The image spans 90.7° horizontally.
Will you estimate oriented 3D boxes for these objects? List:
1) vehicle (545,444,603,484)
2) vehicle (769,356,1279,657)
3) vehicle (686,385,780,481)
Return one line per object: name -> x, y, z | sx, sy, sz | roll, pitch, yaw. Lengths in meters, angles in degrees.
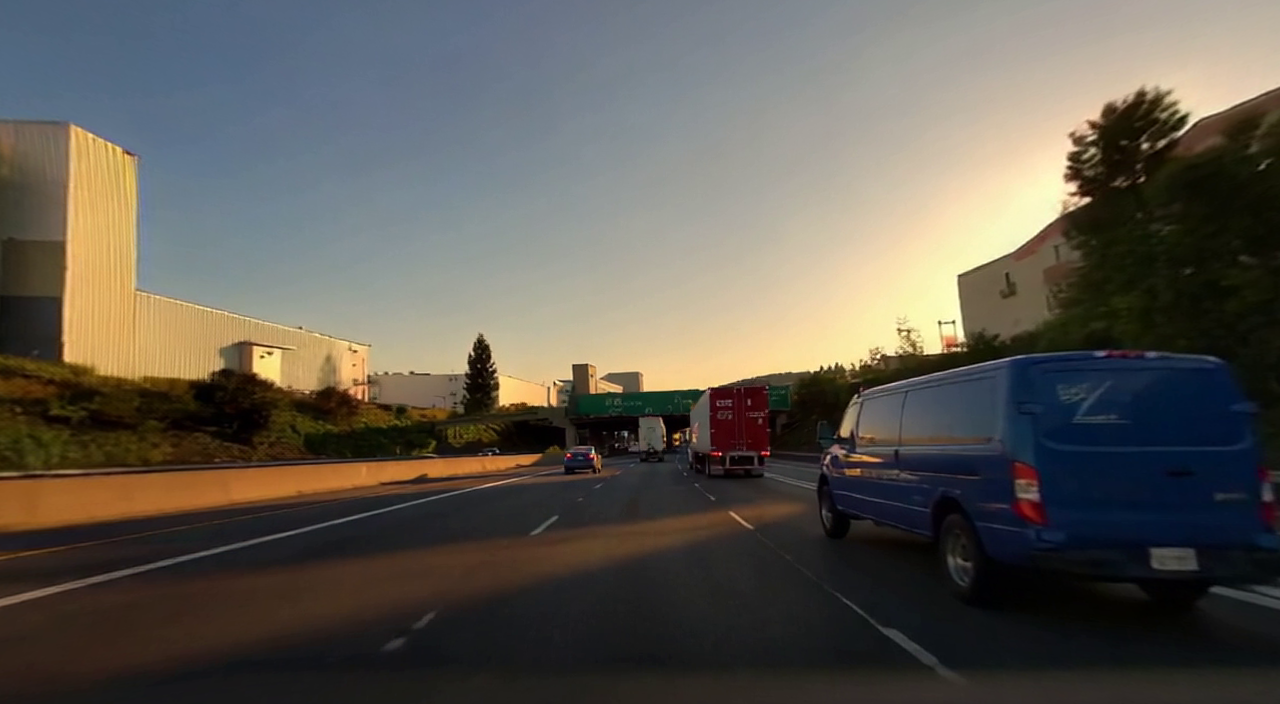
vehicle -> -2.595, 4.522, 25.950 | 2.024, 1.472, 4.014 | 0, -9, -1
vehicle -> 3.828, 1.542, 7.887 | 2.809, 1.919, 7.507 | 0, -9, -1
vehicle -> 4.380, 4.387, 33.221 | 2.951, 3.974, 13.340 | 0, -9, 0
